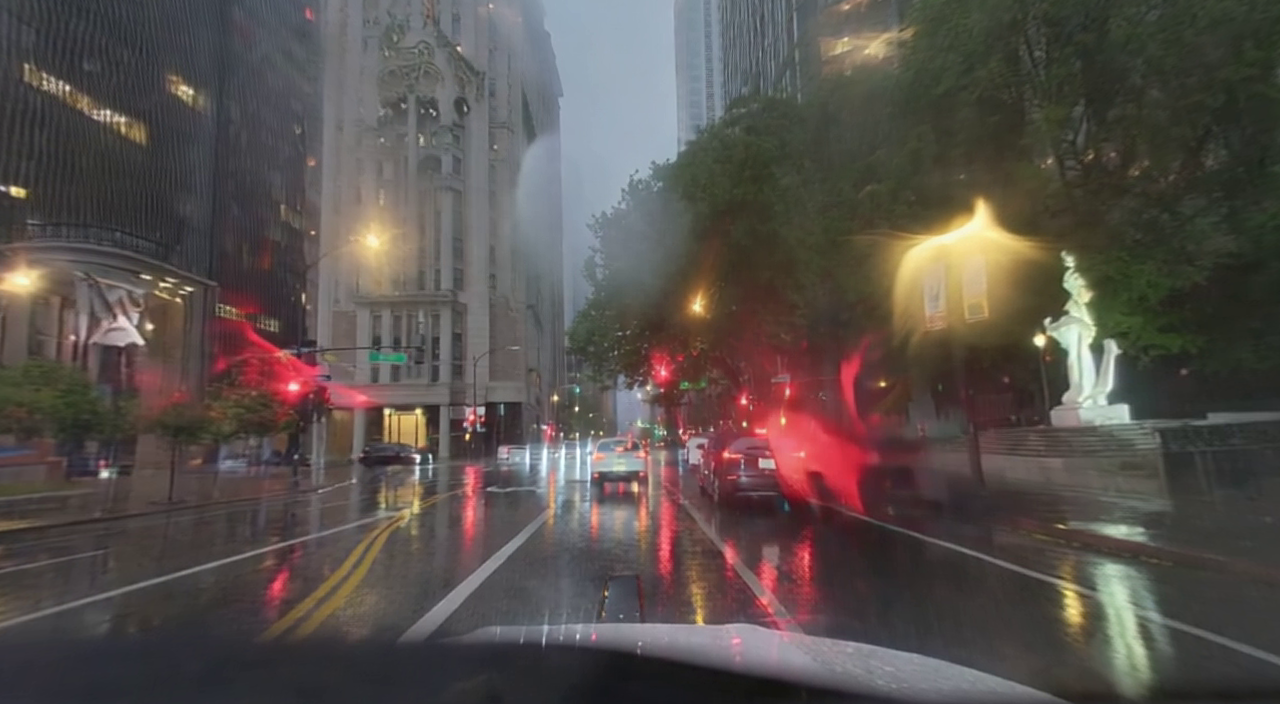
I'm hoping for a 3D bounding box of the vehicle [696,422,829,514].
[{"bbox_3d":[2.598,2.608,14.633,2.096,1.775,4.440,0,-9,-1],"label":"vehicle"}]

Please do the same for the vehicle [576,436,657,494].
[{"bbox_3d":[-0.610,3.250,18.504,2.096,1.492,4.071,0,-9,0],"label":"vehicle"}]

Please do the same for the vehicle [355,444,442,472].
[{"bbox_3d":[-15.935,7.022,41.899,4.855,1.769,2.071,0,-9,-2],"label":"vehicle"}]

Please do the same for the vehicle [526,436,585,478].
[{"bbox_3d":[-3.601,4.588,27.809,2.045,1.633,4.864,0,-9,-2],"label":"vehicle"}]

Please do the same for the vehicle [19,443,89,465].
[{"bbox_3d":[-44.956,7.832,48.504,3.671,1.498,1.670,2,-10,4],"label":"vehicle"}]

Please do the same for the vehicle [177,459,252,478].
[{"bbox_3d":[-32.397,8.861,48.135,4.392,1.427,1.764,0,-9,0],"label":"vehicle"}]
